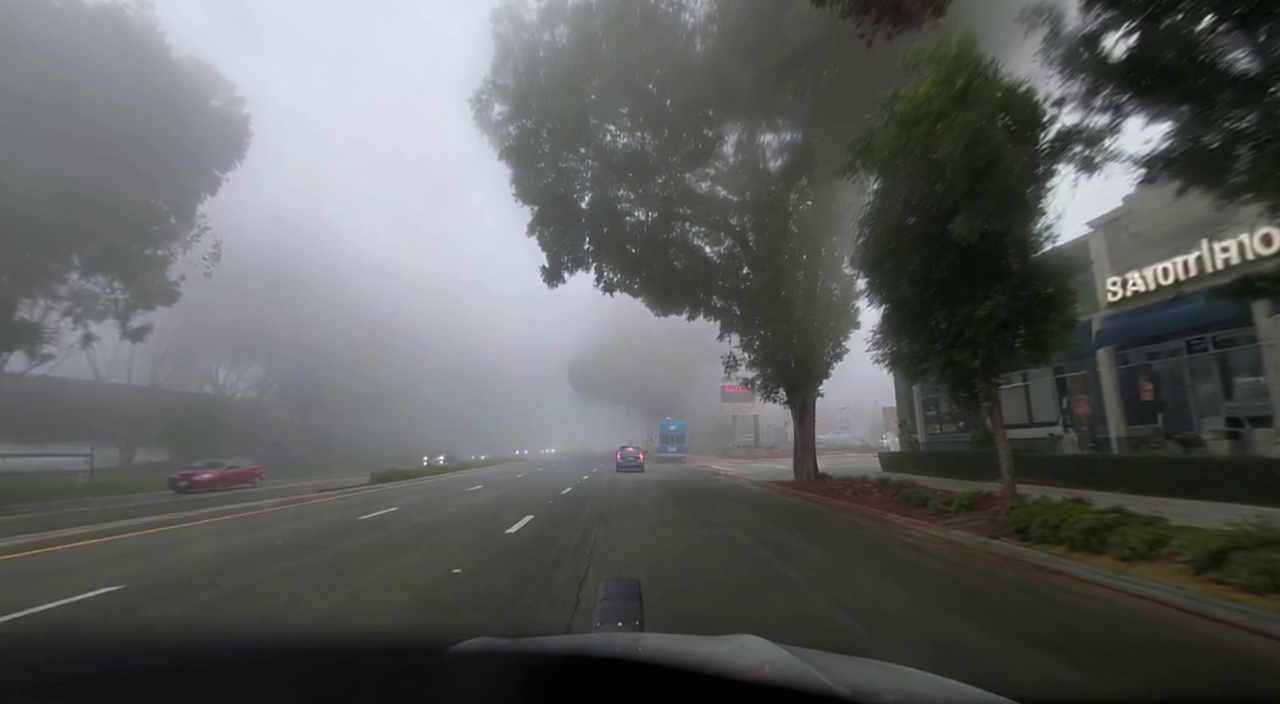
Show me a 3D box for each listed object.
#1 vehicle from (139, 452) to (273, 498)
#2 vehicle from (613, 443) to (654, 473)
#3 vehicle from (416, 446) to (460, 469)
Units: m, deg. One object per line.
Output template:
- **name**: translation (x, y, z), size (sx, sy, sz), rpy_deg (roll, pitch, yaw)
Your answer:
- **vehicle**: translation (-15.499, 4.368, 22.895), size (1.811, 1.467, 4.324), rpy_deg (0, -9, -1)
- **vehicle**: translation (-0.425, 5.750, 34.570), size (2.103, 1.506, 4.742), rpy_deg (0, -9, -3)
- **vehicle**: translation (-15.817, 8.298, 49.784), size (2.041, 1.685, 4.571), rpy_deg (0, -9, -1)
